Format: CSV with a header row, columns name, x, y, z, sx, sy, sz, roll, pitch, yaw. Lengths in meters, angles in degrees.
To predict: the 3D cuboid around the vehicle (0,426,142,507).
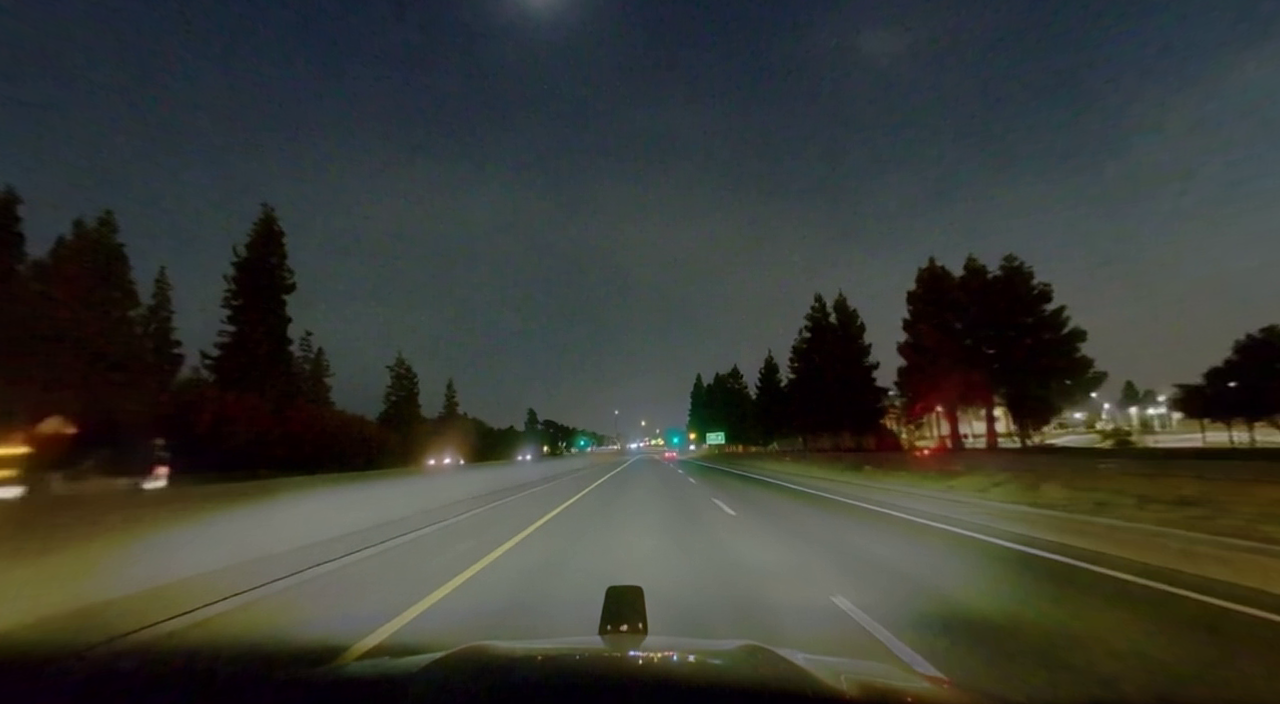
name,x,y,z,sx,sy,sz,roll,pitch,yaw
vehicle,-22.267,4.240,23.868,2.524,2.717,4.974,-1,-8,2
